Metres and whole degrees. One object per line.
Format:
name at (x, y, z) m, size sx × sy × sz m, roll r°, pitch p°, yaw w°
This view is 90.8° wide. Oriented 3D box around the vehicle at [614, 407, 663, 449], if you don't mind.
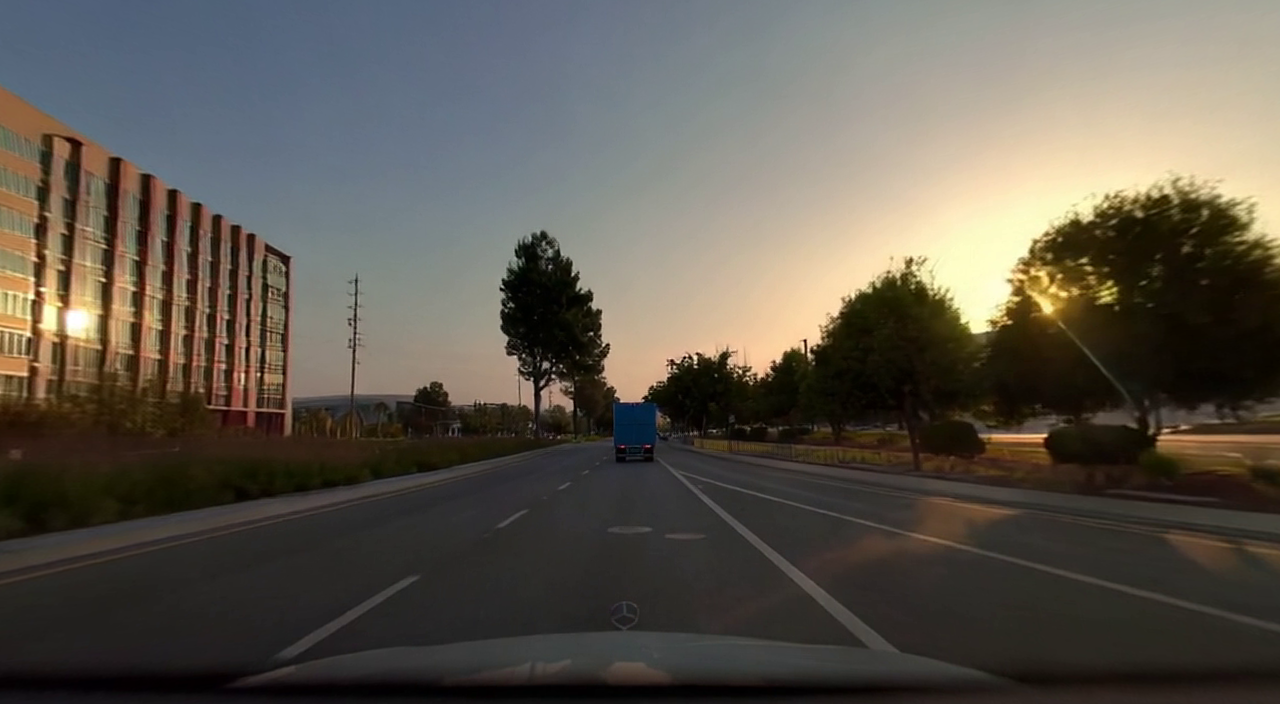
vehicle at (-0.175, 3.743, 30.488) m, size 2.178 × 1.829 × 4.932 m, roll 0°, pitch -9°, yaw -2°
